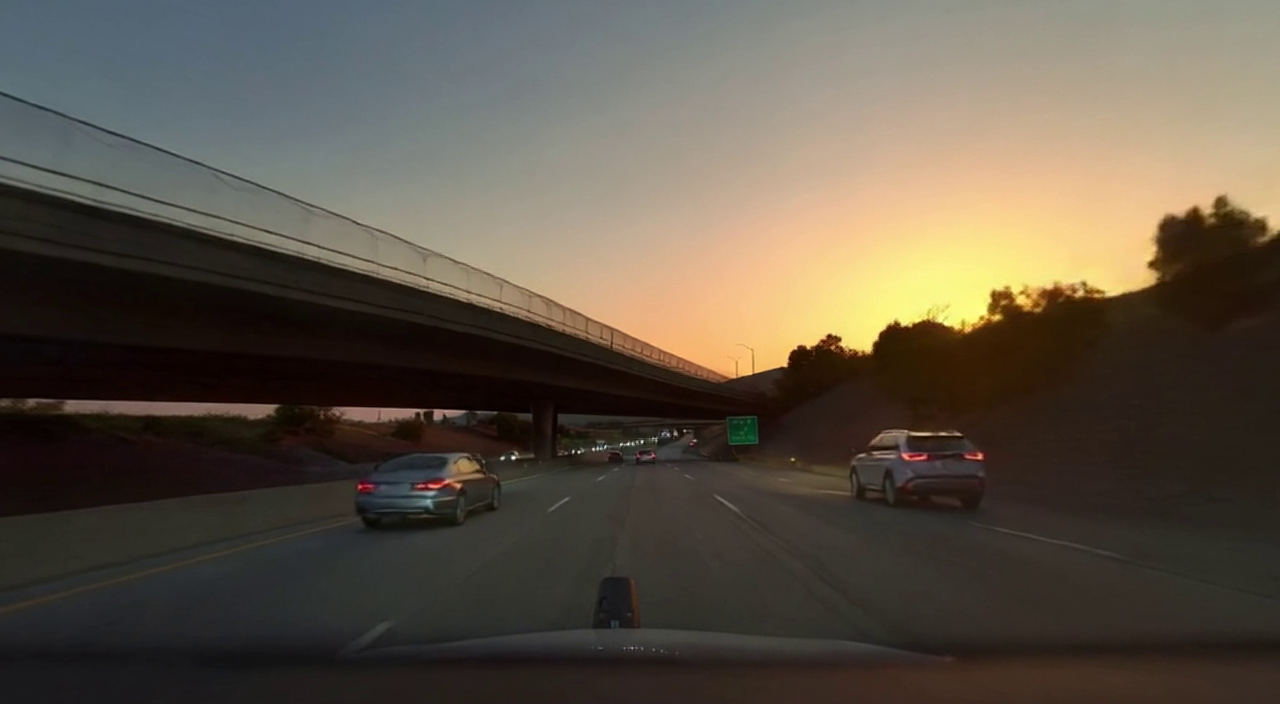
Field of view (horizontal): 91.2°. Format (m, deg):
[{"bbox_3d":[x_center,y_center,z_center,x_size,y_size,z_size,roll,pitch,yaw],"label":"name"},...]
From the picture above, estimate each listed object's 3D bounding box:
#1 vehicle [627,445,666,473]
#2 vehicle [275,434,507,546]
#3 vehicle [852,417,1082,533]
[{"bbox_3d":[0.442,6.505,38.488,1.969,1.595,3.964,-1,-8,6],"label":"vehicle"},{"bbox_3d":[-4.110,2.325,11.305,2.084,1.594,4.219,-1,-8,6],"label":"vehicle"},{"bbox_3d":[5.484,2.118,11.312,2.143,1.667,4.221,-1,-9,5],"label":"vehicle"}]
